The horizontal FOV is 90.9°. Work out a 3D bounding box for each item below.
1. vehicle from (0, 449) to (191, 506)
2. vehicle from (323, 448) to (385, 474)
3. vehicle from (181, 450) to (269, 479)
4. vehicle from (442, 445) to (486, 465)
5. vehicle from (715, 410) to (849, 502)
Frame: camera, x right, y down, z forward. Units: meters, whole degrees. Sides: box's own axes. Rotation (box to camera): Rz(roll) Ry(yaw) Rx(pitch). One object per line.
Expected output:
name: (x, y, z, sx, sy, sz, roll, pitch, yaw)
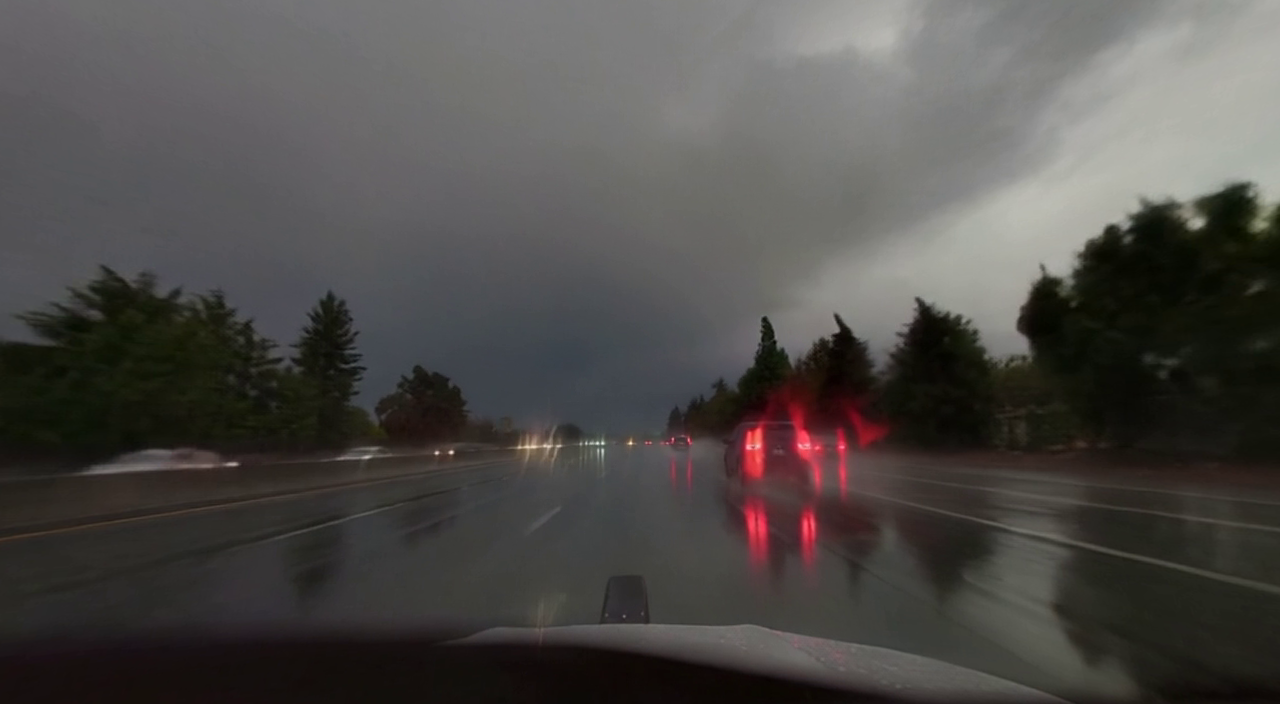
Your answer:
vehicle: (-16.394, 3.751, 19.378, 1.865, 1.466, 4.452, -1, -8, 1)
vehicle: (-17.632, 6.698, 39.093, 1.869, 1.457, 4.240, -1, -8, 0)
vehicle: (-24.886, 6.738, 38.048, 1.935, 1.520, 4.897, -1, -8, 1)
vehicle: (-13.576, 7.945, 48.876, 1.930, 1.493, 4.830, -1, -8, 1)
vehicle: (3.447, 2.700, 16.731, 2.218, 1.964, 5.662, -1, -8, 0)
